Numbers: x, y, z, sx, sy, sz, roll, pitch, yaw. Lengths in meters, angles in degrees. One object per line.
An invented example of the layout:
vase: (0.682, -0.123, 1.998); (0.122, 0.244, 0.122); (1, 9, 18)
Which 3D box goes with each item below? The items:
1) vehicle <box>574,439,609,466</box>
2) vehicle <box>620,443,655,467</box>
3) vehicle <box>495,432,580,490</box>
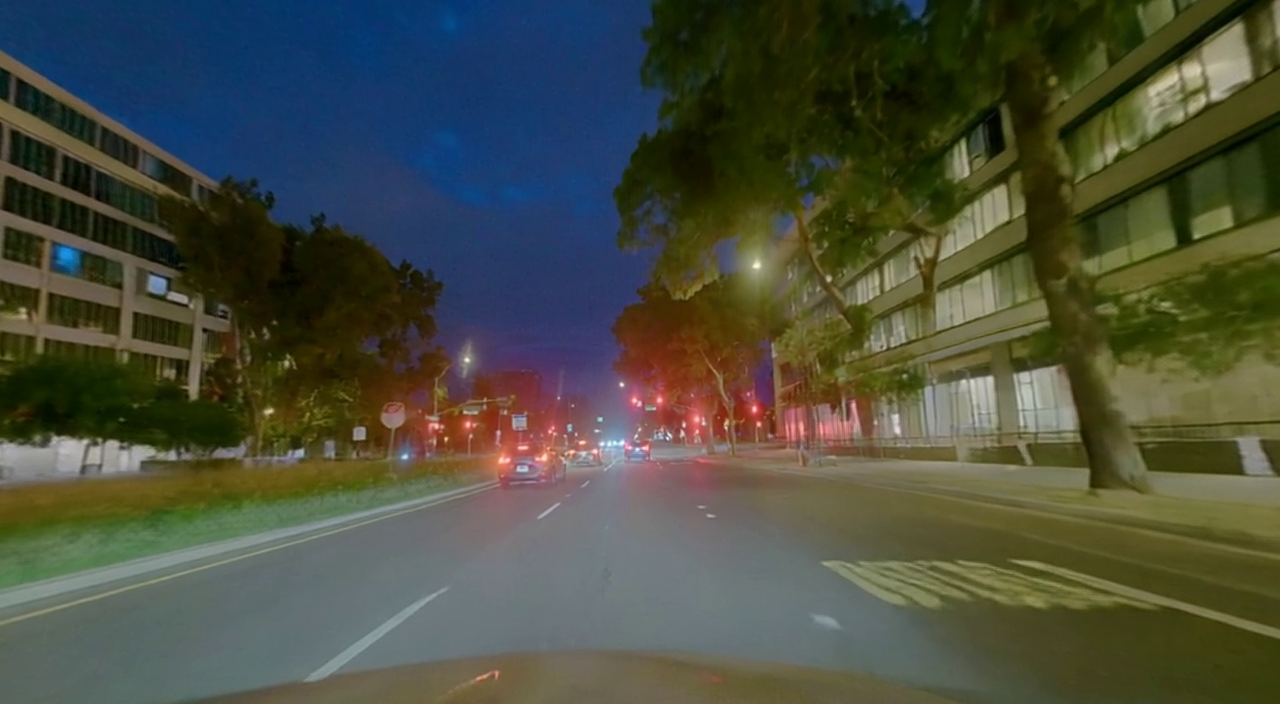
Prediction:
vehicle: (-3.436, 7.189, 45.451); (2.152, 1.802, 4.628); (0, -9, 0)
vehicle: (-0.148, 6.515, 40.012); (2.095, 1.438, 3.843); (0, -9, 0)
vehicle: (-3.318, 3.652, 21.437); (2.116, 1.725, 4.315); (0, -9, 1)
